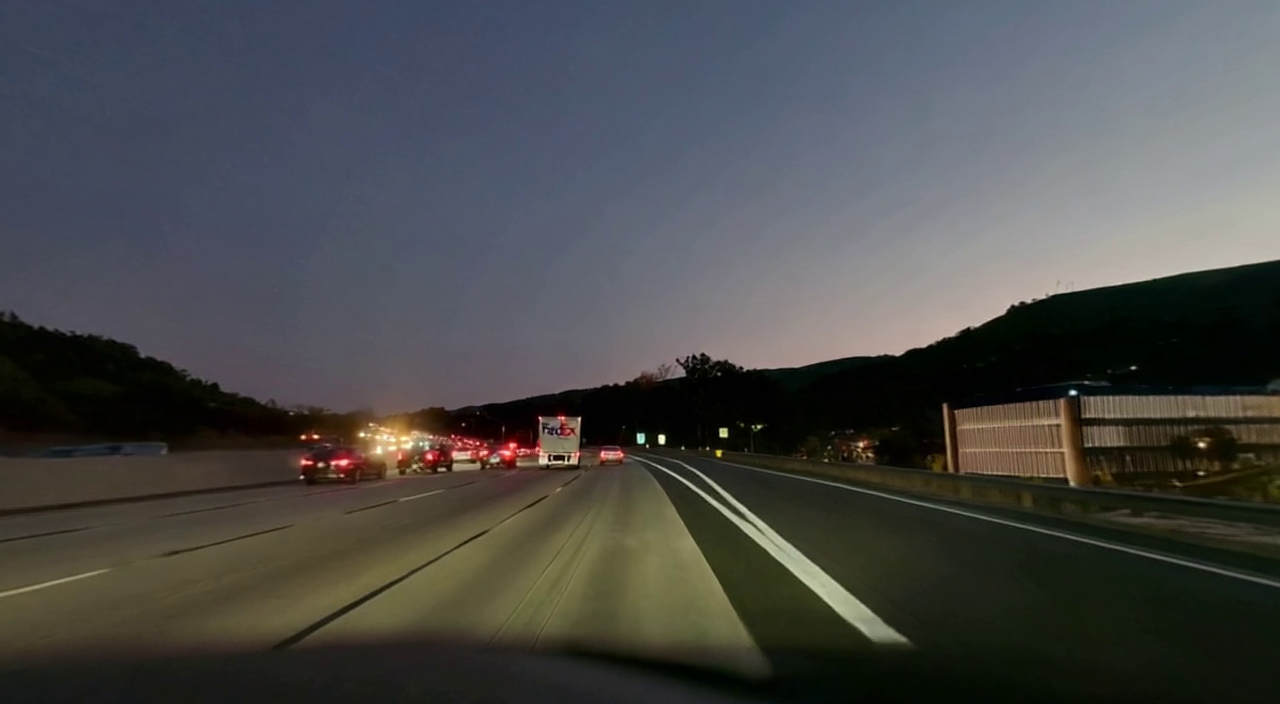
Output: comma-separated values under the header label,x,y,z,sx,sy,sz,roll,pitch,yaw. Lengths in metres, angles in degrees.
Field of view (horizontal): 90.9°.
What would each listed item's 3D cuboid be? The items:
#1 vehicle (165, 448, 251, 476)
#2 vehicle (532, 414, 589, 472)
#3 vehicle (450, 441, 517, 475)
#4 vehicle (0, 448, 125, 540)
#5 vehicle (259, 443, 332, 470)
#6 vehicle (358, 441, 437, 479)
label,x,y,z,sx,sy,sz,roll,pitch,yaw
vehicle,-24.913,6.330,36.635,1.829,1.450,4.706,0,-8,-2
vehicle,-4.785,5.663,39.248,2.798,3.212,7.573,0,-8,-2
vehicle,-8.564,5.830,35.042,2.461,1.767,4.991,0,-8,-1
vehicle,-11.613,2.419,10.772,1.879,1.431,4.425,2,-8,0
vehicle,-21.233,6.456,39.116,2.002,1.540,4.662,0,-8,-1
vehicle,-12.260,5.461,32.247,2.188,1.784,4.724,0,-8,-1
